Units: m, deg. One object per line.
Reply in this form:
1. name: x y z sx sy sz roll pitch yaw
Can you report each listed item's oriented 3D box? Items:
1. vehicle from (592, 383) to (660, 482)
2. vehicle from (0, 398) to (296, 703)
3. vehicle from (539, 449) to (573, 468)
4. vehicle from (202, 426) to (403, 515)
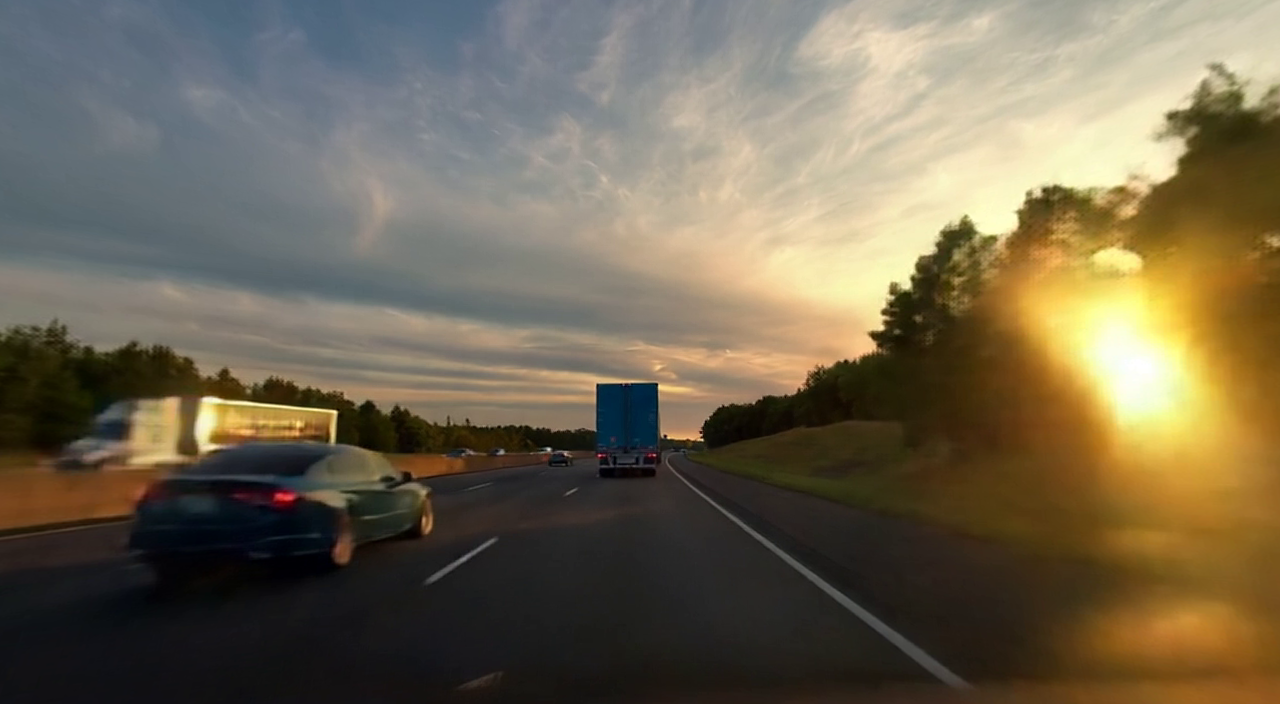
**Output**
1. vehicle: -0.419 4.446 33.610 2.851 4.098 14.436 -1 -9 1
2. vehicle: -3.452 0.871 2.106 2.092 1.465 4.448 0 -9 0
3. vehicle: -6.632 8.407 49.905 1.967 1.420 4.473 0 -9 1
4. vehicle: -7.564 2.703 14.848 2.092 1.742 4.691 0 -9 1
